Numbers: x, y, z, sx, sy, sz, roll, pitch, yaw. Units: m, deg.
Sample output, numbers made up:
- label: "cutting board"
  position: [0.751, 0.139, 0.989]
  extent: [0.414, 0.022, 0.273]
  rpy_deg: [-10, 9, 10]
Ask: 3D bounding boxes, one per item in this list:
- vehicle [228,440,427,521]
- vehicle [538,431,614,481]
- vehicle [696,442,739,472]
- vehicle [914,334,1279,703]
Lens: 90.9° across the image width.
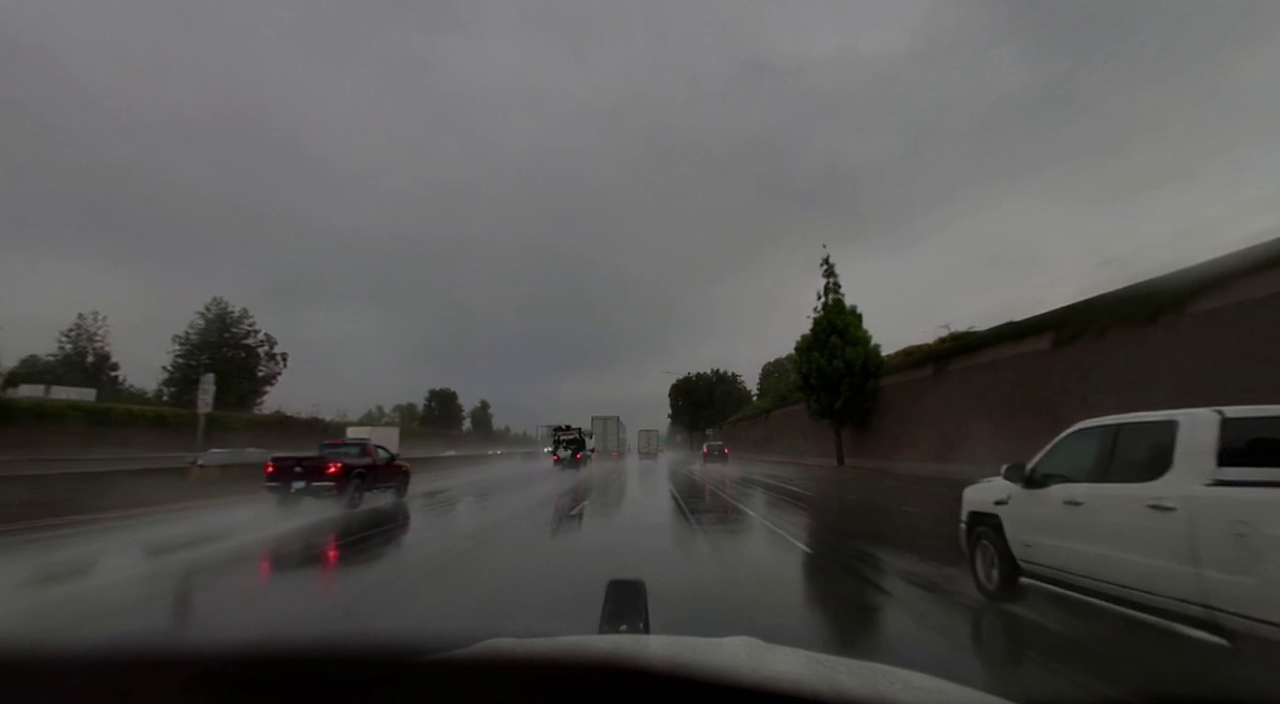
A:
- label: "vehicle"
  position: [-6.617, 2.738, 14.040]
  extent: [2.235, 1.506, 4.159]
  rpy_deg: [0, -9, 1]
- label: "vehicle"
  position: [-2.739, 4.698, 28.769]
  extent: [2.645, 2.023, 6.491]
  rpy_deg: [0, -9, 1]
- label: "vehicle"
  position: [4.613, 6.280, 37.856]
  extent: [2.026, 1.661, 3.865]
  rpy_deg: [0, -9, -1]
- label: "vehicle"
  position: [3.279, 0.891, 2.998]
  extent: [2.028, 1.658, 4.334]
  rpy_deg: [0, -9, 1]
